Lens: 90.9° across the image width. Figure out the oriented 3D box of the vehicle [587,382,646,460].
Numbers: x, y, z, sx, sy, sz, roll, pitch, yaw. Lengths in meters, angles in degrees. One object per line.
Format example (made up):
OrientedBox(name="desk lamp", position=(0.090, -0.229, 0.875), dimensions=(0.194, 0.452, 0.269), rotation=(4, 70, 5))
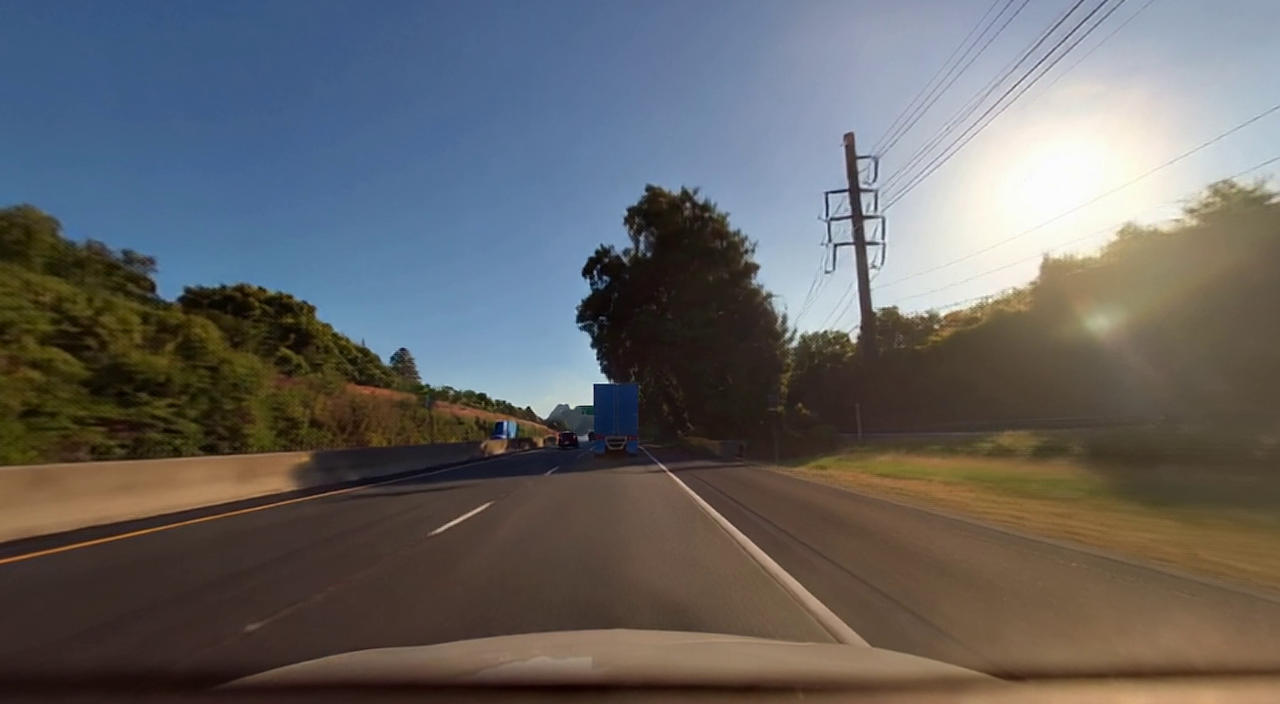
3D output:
OrientedBox(name="vehicle", position=(-1.331, 4.103, 36.546), dimensions=(2.955, 3.851, 9.915), rotation=(0, -8, -2))
